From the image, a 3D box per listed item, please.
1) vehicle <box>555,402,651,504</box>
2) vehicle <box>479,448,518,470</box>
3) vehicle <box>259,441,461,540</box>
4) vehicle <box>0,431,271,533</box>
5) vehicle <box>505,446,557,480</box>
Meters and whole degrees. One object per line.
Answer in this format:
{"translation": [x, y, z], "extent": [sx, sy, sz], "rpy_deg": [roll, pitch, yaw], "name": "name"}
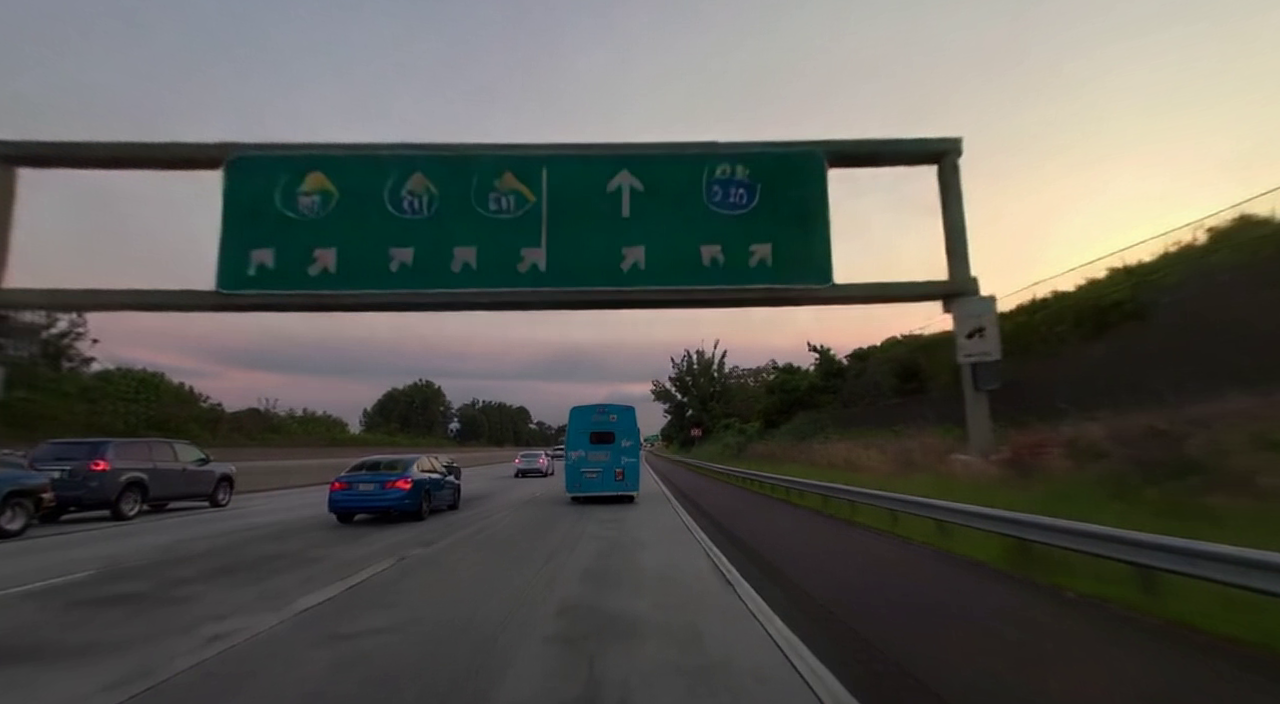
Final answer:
{"translation": [-0.961, 2.946, 18.562], "extent": [2.394, 2.556, 5.232], "rpy_deg": [0, -9, -1], "name": "vehicle"}
{"translation": [-10.100, 7.653, 45.126], "extent": [1.886, 1.462, 4.084], "rpy_deg": [0, -9, -1], "name": "vehicle"}
{"translation": [-4.762, 2.383, 11.464], "extent": [1.876, 1.438, 4.072], "rpy_deg": [0, -9, -1], "name": "vehicle"}
{"translation": [-9.558, 2.430, 12.339], "extent": [2.010, 1.621, 4.252], "rpy_deg": [0, -9, 0], "name": "vehicle"}
{"translation": [-5.085, 5.241, 29.834], "extent": [1.872, 1.480, 3.545], "rpy_deg": [0, -9, -1], "name": "vehicle"}
